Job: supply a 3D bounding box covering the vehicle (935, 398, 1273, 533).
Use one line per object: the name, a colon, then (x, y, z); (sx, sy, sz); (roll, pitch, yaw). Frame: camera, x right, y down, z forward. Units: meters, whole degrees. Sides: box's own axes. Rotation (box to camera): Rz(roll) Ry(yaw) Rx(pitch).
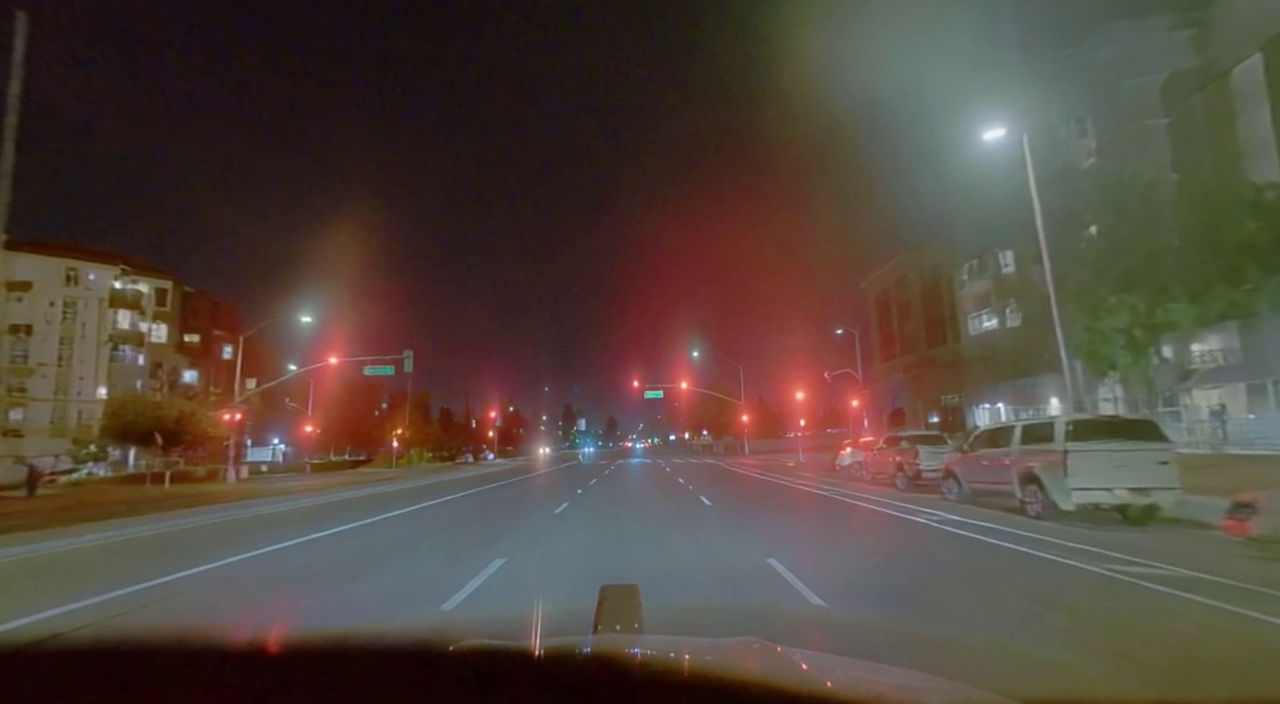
vehicle: (7.756, 1.984, 11.569); (2.130, 1.877, 5.334); (0, -8, 0)
